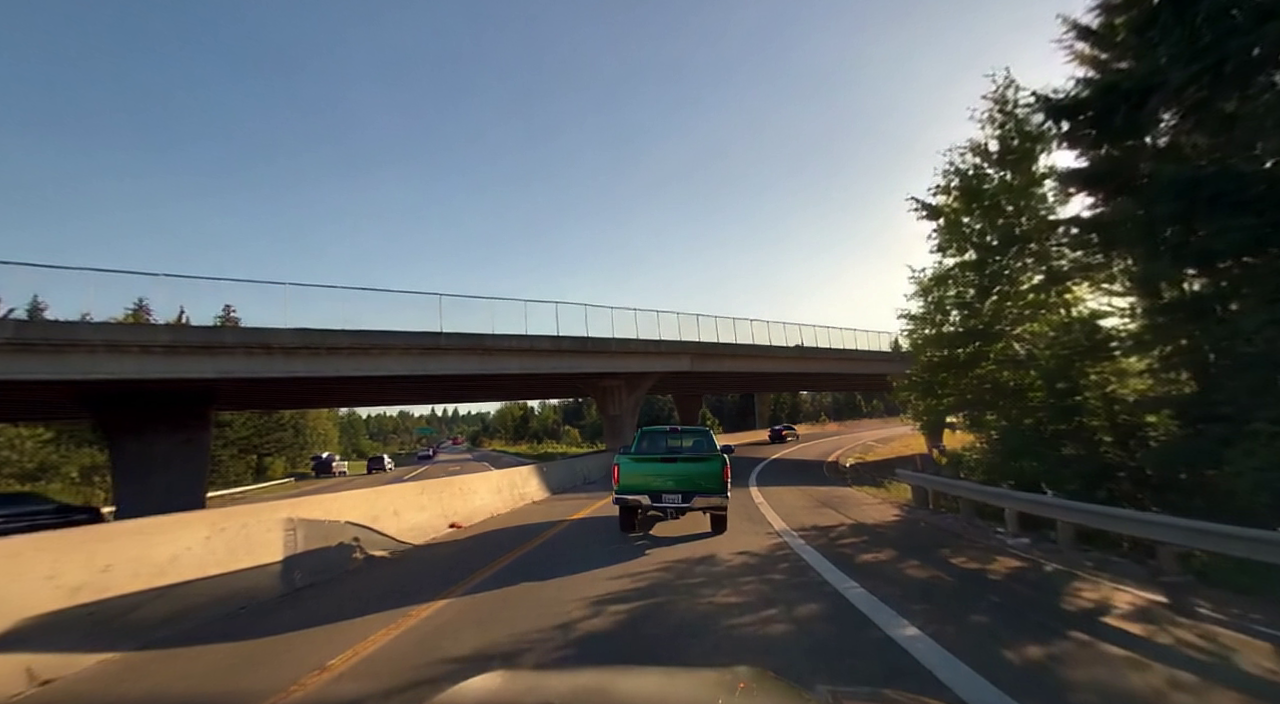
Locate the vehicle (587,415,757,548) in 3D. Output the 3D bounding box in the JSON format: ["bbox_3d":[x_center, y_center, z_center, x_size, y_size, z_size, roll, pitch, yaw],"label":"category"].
[{"bbox_3d":[0.595,2.030,10.562,2.235,1.716,4.435,-1,-9,5],"label":"vehicle"}]
